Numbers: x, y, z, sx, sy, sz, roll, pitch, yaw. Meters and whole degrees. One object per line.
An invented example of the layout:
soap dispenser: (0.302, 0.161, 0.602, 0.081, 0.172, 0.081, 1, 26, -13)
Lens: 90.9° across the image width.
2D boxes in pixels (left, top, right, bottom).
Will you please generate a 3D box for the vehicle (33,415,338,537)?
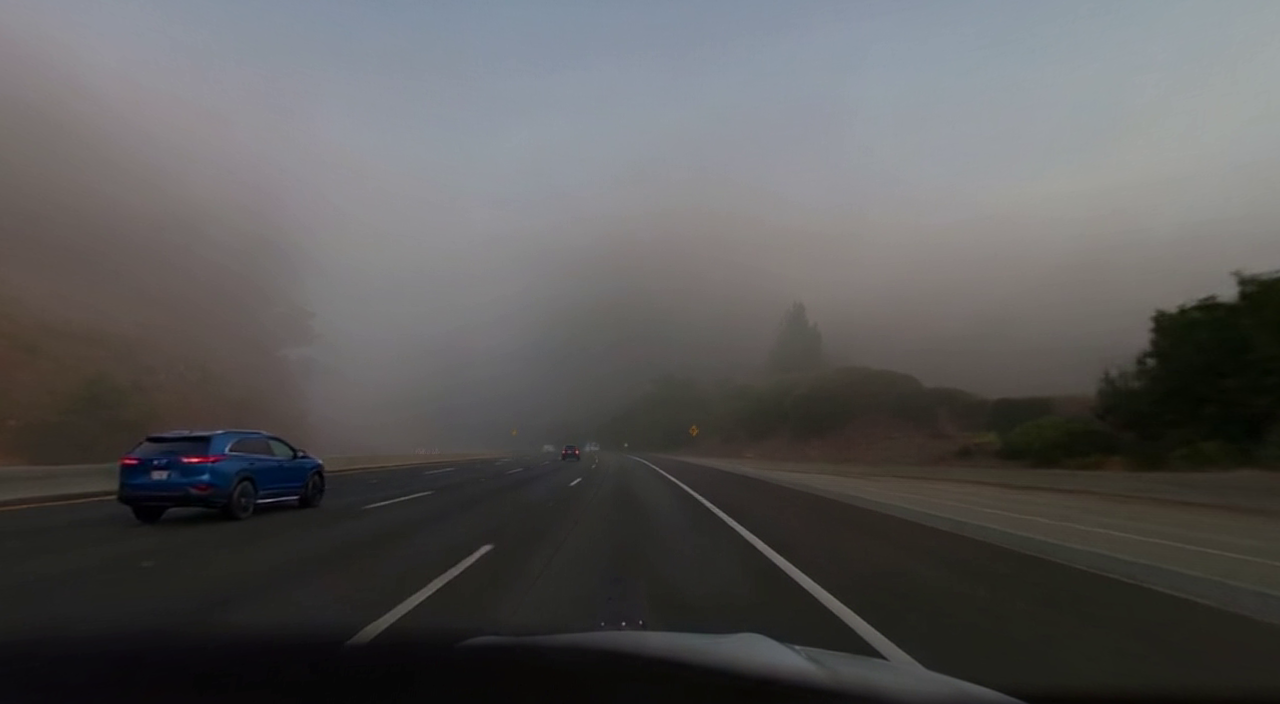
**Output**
vehicle: (-7.531, 2.095, 11.249, 2.046, 1.712, 4.533, 0, -8, 0)
